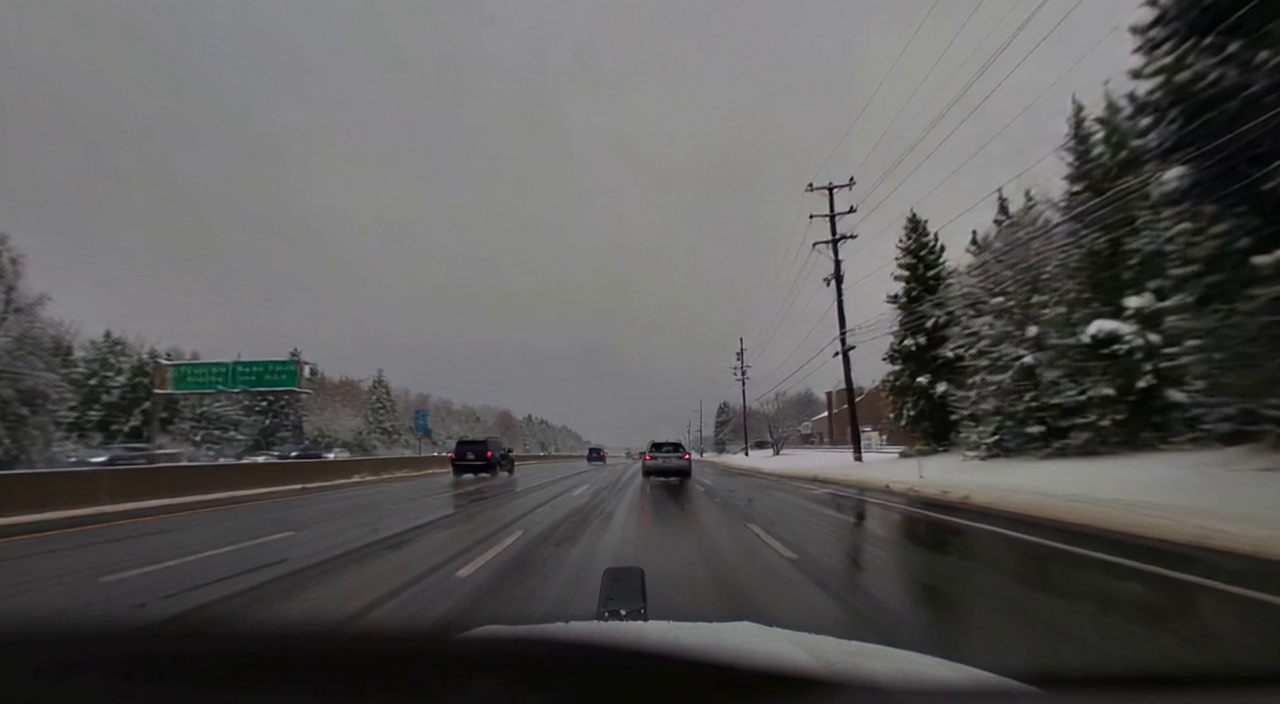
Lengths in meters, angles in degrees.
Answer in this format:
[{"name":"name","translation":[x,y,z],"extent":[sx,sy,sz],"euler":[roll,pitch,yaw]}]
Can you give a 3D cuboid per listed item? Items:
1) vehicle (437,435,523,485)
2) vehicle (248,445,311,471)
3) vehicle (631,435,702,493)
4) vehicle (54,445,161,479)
[{"name":"vehicle","translation":[-6.338,4.333,25.590],"extent":[2.220,1.841,4.516],"euler":[0,-8,1]},{"name":"vehicle","translation":[-20.575,6.019,36.086],"extent":[1.556,1.393,3.373],"euler":[0,-9,0]},{"name":"vehicle","translation":[0.813,3.674,21.016],"extent":[2.134,1.733,4.049],"euler":[0,-8,0]},{"name":"vehicle","translation":[-24.147,4.966,28.751],"extent":[1.625,1.436,3.628],"euler":[0,-8,1]}]
